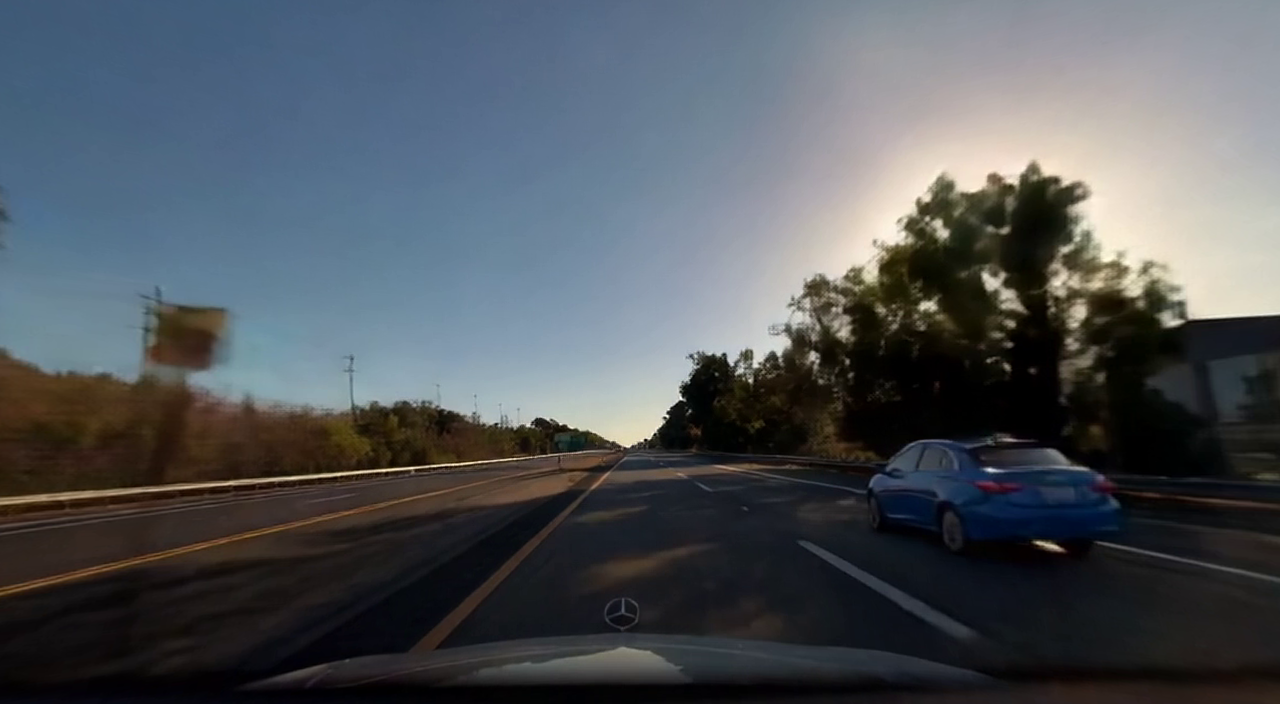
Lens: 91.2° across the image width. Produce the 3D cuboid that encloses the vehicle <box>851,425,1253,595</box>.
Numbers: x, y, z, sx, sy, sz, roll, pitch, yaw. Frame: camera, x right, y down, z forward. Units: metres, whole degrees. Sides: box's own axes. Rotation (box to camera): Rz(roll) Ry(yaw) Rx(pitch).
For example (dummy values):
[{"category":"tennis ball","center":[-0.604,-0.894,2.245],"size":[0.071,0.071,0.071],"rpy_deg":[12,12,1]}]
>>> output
[{"category":"vehicle","center":[4.278,1.690,7.548],"size":[1.981,1.440,4.125],"rpy_deg":[0,-9,-1]}]
